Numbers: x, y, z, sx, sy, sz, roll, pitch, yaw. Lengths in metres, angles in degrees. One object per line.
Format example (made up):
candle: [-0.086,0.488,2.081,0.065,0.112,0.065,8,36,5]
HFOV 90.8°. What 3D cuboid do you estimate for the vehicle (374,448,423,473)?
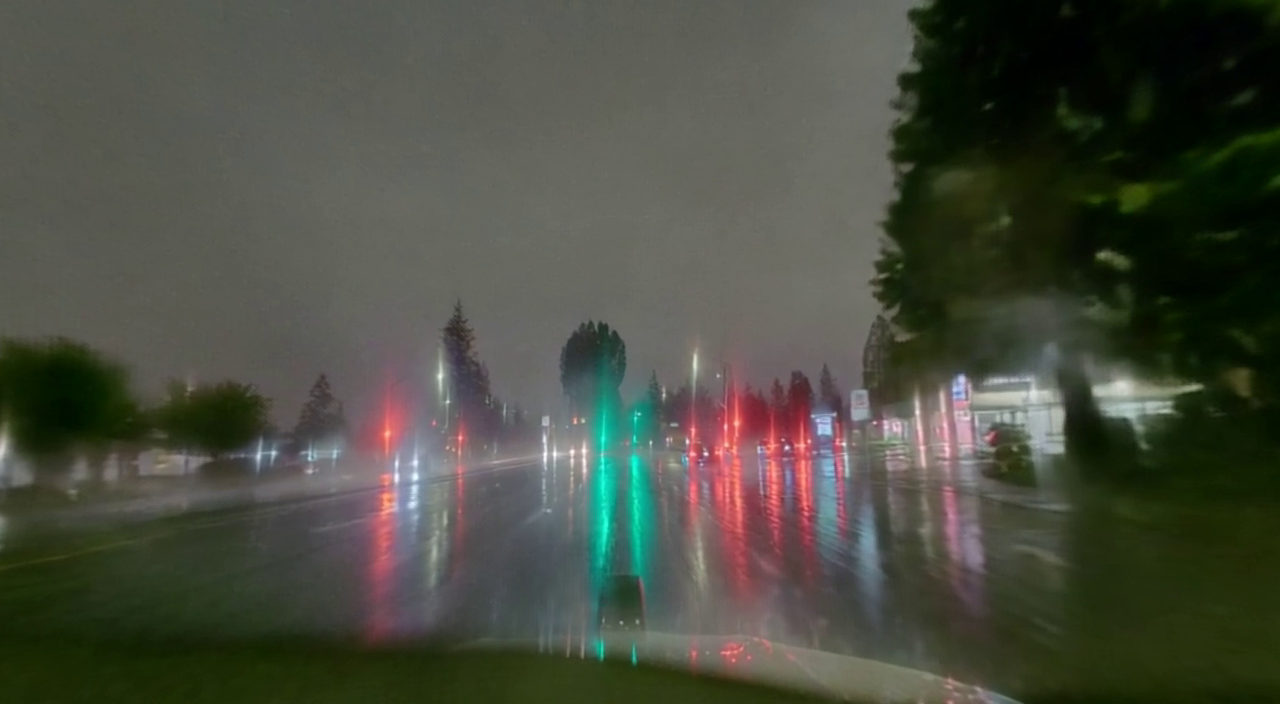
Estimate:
vehicle: [-18.918,8.478,49.665,2.026,1.885,4.539,0,-8,0]

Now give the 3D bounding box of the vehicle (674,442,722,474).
vehicle: [2.994,5.558,33.463,1.961,1.580,4.020,0,-8,-2]
